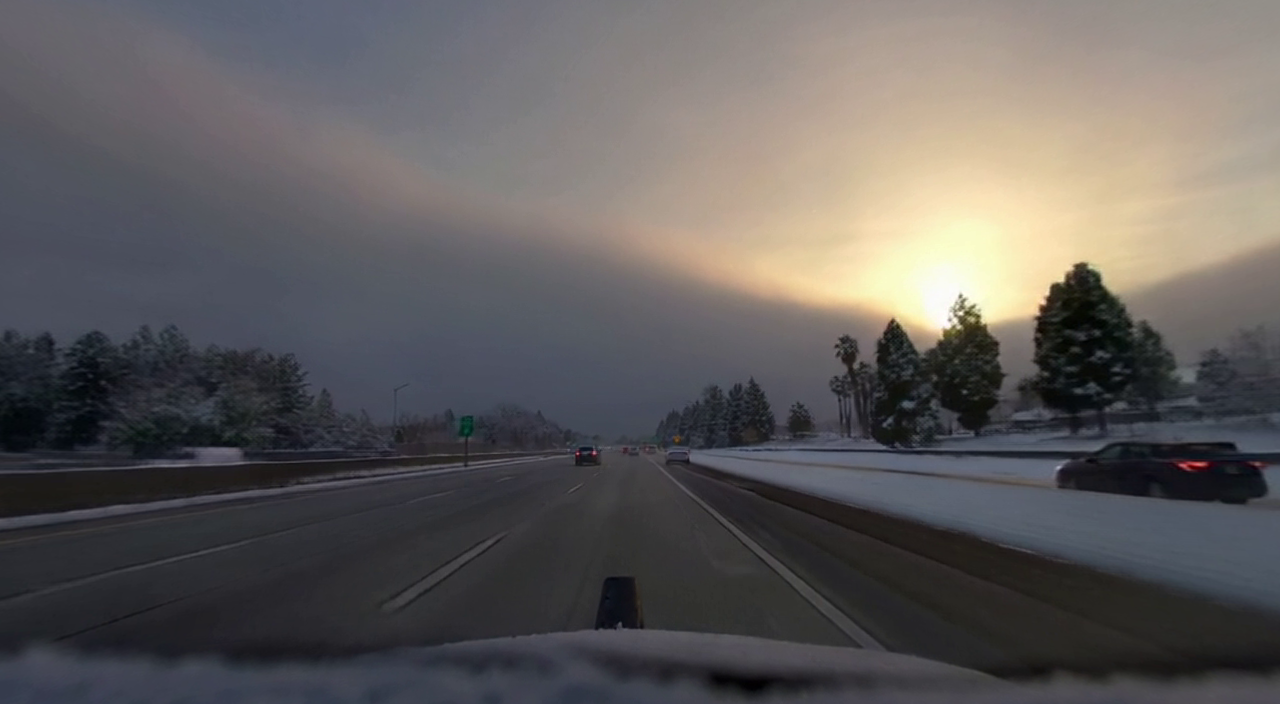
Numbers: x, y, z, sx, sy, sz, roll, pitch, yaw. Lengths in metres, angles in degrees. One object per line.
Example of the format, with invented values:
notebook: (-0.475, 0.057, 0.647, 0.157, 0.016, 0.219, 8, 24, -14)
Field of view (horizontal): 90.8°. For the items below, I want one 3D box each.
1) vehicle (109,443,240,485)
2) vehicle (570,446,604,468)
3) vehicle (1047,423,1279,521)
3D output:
vehicle: (-19.829, 4.763, 27.245, 1.902, 1.599, 4.863, 0, -9, 0)
vehicle: (-3.782, 7.524, 45.405, 2.052, 1.510, 4.301, 0, -9, 0)
vehicle: (12.103, 2.597, 14.225, 2.344, 1.783, 5.196, 0, -9, -1)
